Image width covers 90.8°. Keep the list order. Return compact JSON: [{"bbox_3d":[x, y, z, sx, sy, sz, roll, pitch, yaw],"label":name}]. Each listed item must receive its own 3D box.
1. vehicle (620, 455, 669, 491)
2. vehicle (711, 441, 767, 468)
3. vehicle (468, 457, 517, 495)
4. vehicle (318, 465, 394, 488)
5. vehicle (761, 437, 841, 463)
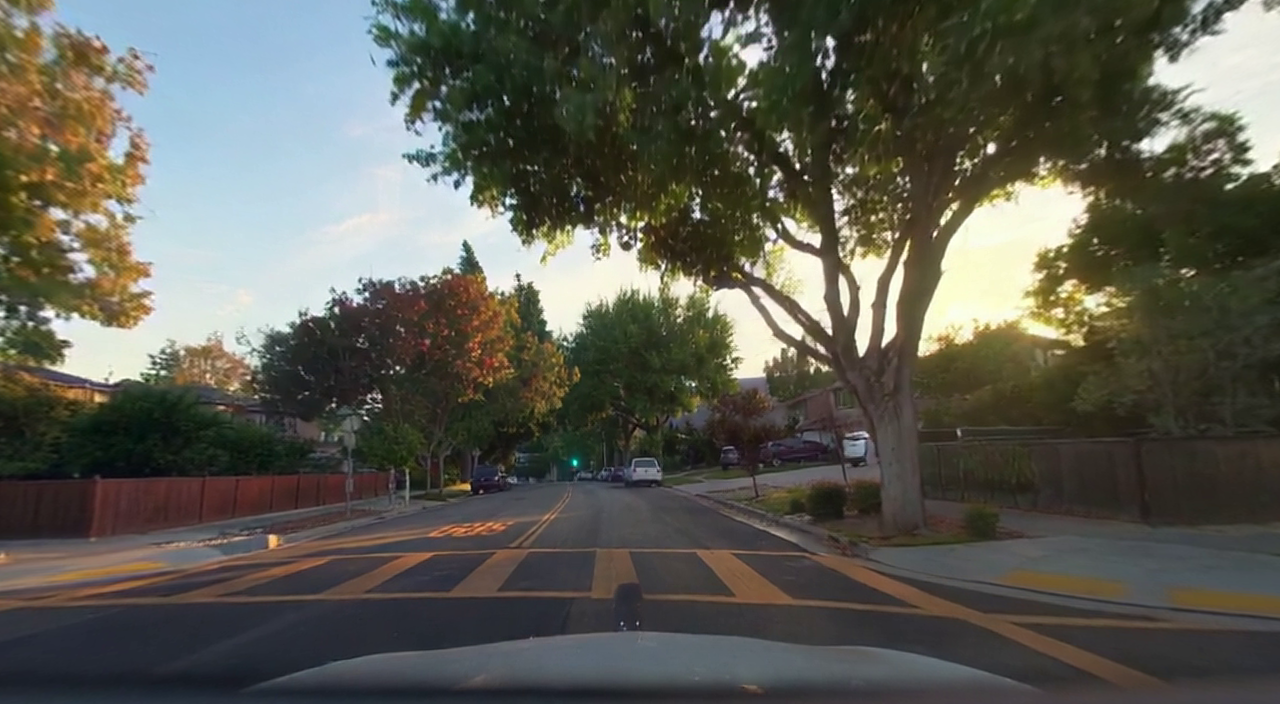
[{"bbox_3d":[0.166,6.897,36.253,2.229,1.826,4.611,0,-9,-7],"label":"vehicle"},{"bbox_3d":[7.318,7.495,46.294,2.100,1.857,4.611,-7,-11,36],"label":"vehicle"},{"bbox_3d":[-8.119,6.798,35.086,2.155,1.729,4.799,0,-7,-7],"label":"vehicle"},{"bbox_3d":[-19.927,8.767,44.361,4.527,1.466,1.880,-2,-9,10],"label":"vehicle"},{"bbox_3d":[10.203,6.257,40.286,4.639,1.634,2.005,-1,-9,6],"label":"vehicle"}]
